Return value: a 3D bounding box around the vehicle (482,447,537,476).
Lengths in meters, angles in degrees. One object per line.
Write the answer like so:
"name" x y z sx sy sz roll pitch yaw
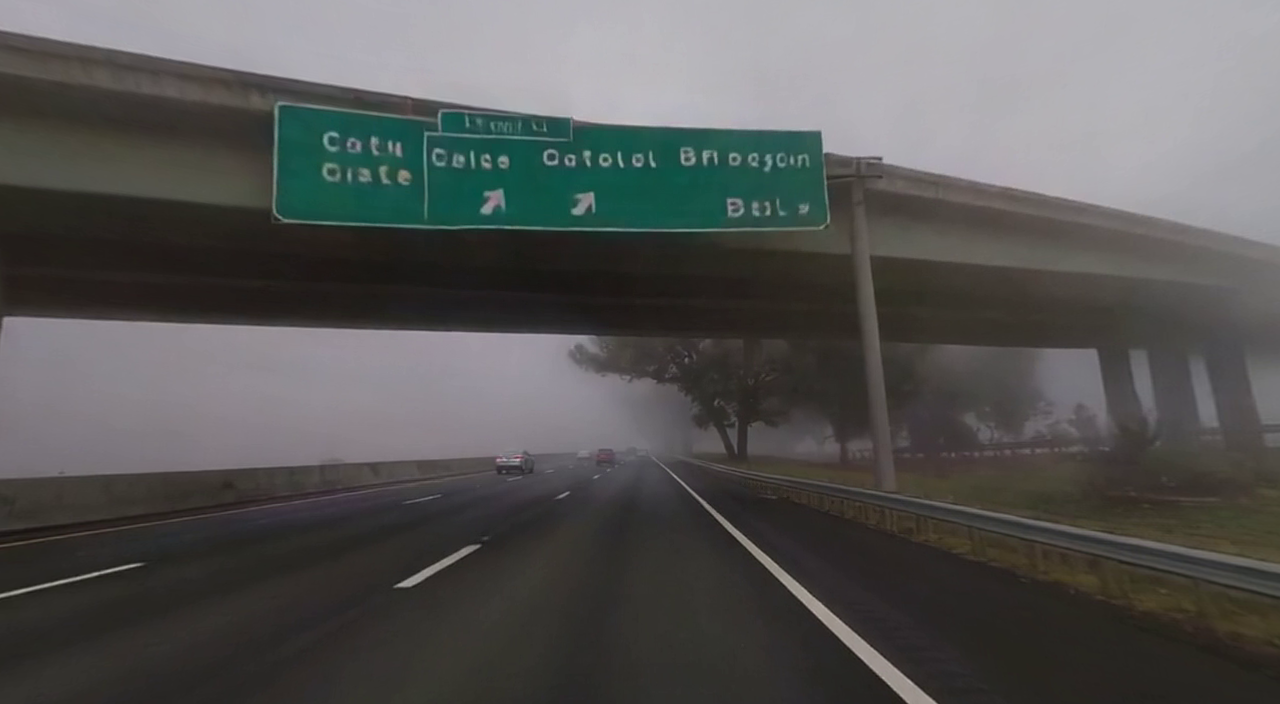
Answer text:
"vehicle" -7.243 6.113 35.391 2.002 1.507 4.631 0 -9 1
